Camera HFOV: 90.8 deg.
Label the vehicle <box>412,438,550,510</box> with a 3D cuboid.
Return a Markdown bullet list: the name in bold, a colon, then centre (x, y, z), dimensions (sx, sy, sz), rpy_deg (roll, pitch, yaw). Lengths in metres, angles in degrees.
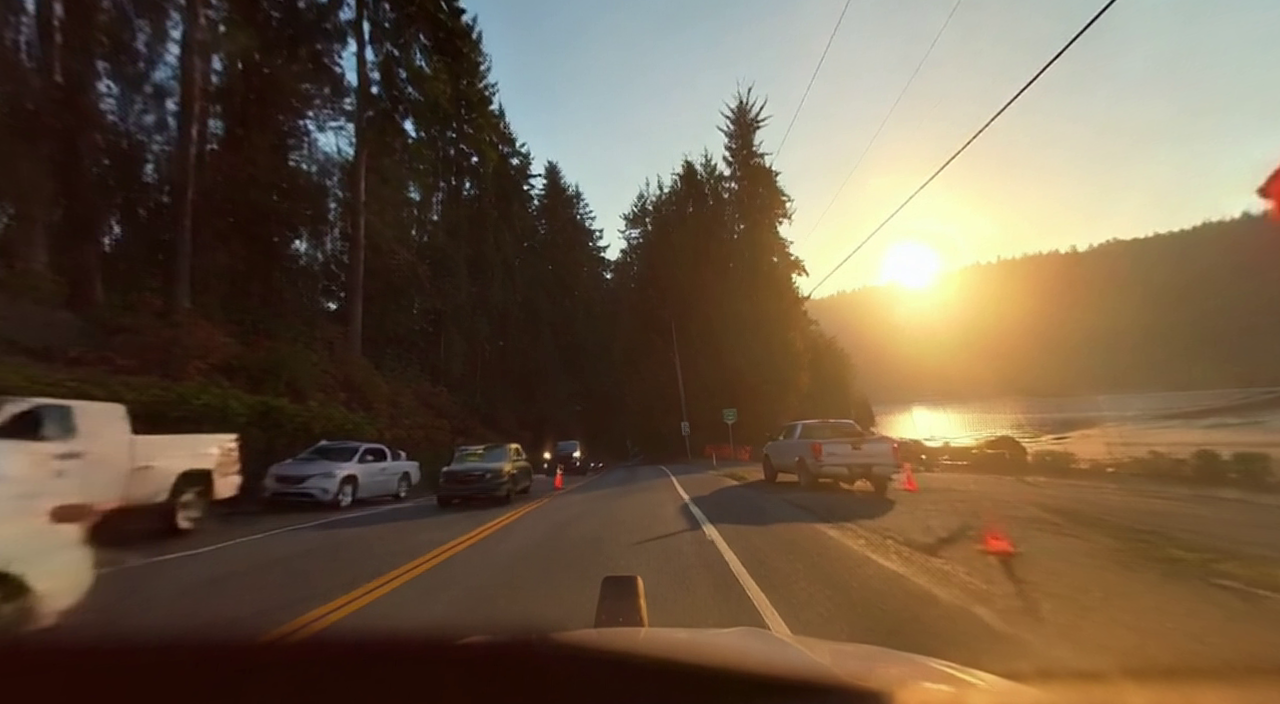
- **vehicle**: centre (-3.460, 2.732, 14.681), dimensions (1.981, 1.410, 4.162), rpy_deg (0, -8, 2)

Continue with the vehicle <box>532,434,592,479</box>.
- **vehicle**: centre (-3.673, 5.037, 30.829), dimensions (2.221, 1.969, 5.153), rpy_deg (0, -8, 0)

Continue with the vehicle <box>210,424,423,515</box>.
- **vehicle**: centre (-7.946, 2.936, 16.514), dimensions (2.353, 1.943, 5.853), rpy_deg (0, -8, 1)

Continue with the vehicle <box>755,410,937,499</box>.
- **vehicle**: centre (5.373, 2.826, 17.895), dimensions (2.845, 2.053, 6.457), rpy_deg (0, -8, -1)

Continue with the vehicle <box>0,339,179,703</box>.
- **vehicle**: centre (-4.062, 0.664, 1.621), dimensions (2.177, 1.803, 4.690), rpy_deg (0, -8, 0)
